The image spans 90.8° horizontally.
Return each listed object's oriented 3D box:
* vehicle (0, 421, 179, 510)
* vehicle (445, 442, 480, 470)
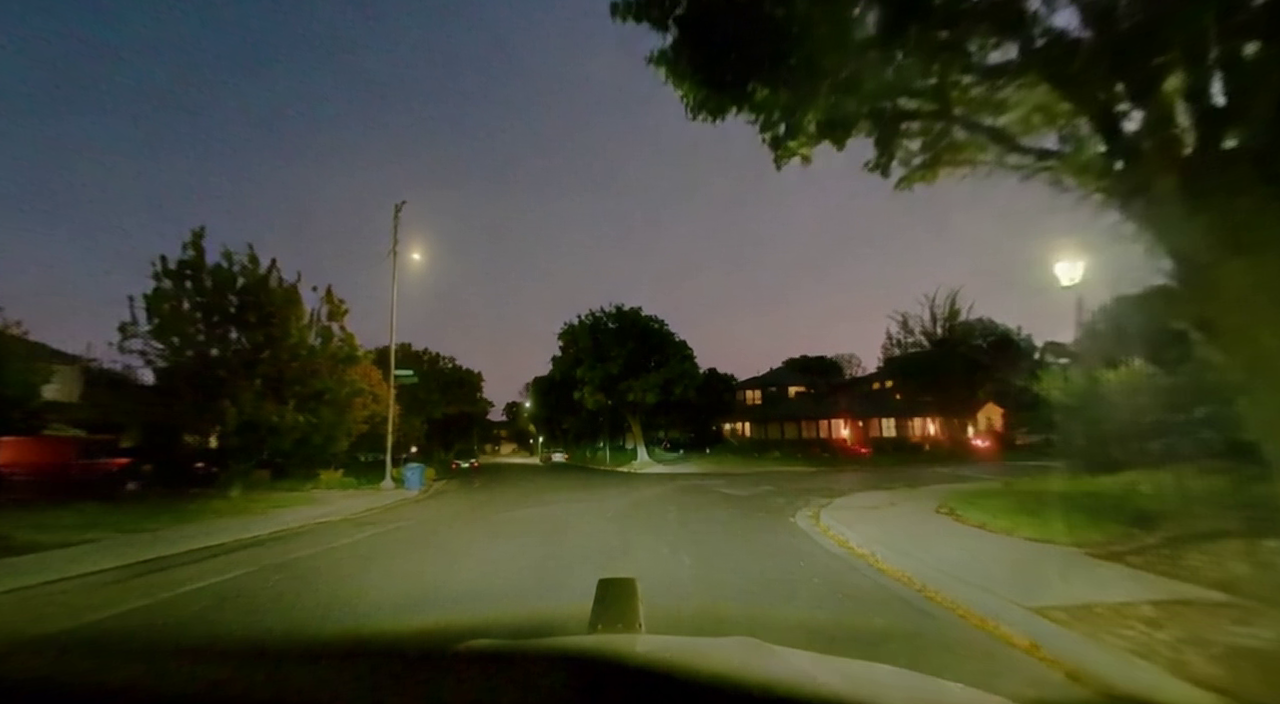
[{"bbox_3d":[-14.713,2.863,15.511,5.045,1.835,2.315,-4,-9,0],"label":"vehicle"},{"bbox_3d":[-12.485,7.341,44.607,2.152,1.826,4.725,2,-9,-14],"label":"vehicle"}]
